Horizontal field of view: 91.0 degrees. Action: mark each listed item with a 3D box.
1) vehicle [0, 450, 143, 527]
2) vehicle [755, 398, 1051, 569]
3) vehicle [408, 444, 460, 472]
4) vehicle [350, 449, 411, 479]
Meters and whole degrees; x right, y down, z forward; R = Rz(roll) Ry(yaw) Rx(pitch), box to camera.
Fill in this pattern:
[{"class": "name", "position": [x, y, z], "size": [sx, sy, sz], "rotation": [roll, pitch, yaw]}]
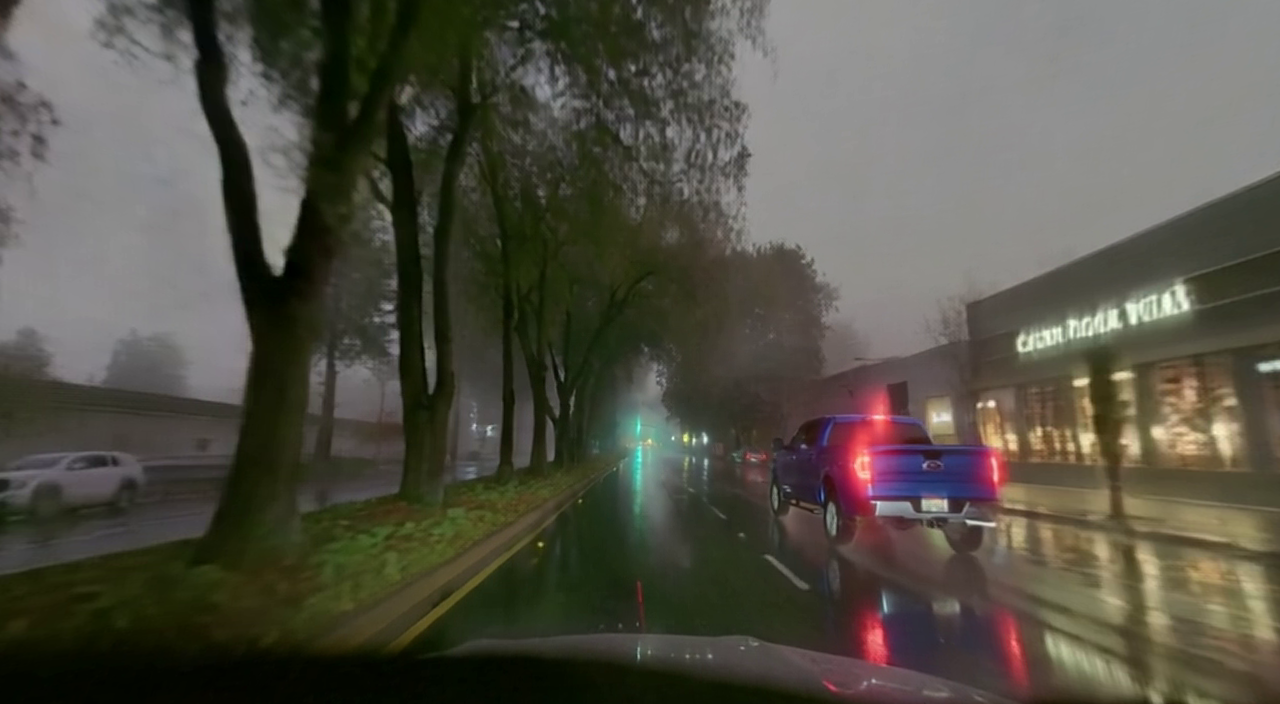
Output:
[{"class": "vehicle", "position": [-15.905, 3.513, 16.735], "size": [1.913, 1.734, 4.357], "rotation": [0, -9, -3]}, {"class": "vehicle", "position": [3.319, 1.815, 9.520], "size": [2.085, 1.828, 5.383], "rotation": [0, -9, -1]}, {"class": "vehicle", "position": [-15.661, 8.068, 48.149], "size": [2.097, 1.852, 5.090], "rotation": [-3, -9, 2]}, {"class": "vehicle", "position": [-16.008, 6.902, 39.108], "size": [1.919, 1.616, 4.723], "rotation": [-2, -8, -1]}]
